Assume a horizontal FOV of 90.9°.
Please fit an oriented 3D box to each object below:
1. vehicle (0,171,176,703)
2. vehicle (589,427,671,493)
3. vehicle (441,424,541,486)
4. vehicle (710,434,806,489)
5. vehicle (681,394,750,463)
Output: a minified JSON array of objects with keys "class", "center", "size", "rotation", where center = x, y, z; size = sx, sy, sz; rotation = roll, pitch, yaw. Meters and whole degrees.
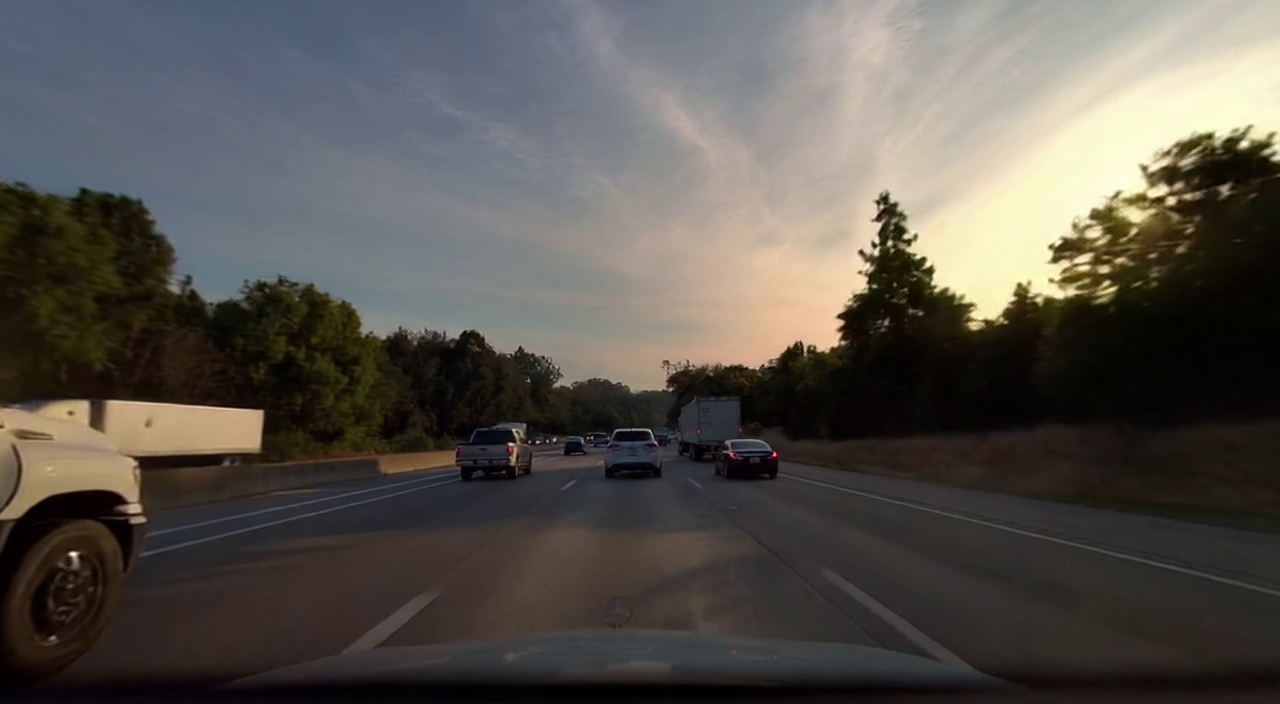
[{"class":"vehicle","center":[-4.143,0.159,0.662],"size":[2.576,2.517,6.208],"rotation":[0,-8,-1]},{"class":"vehicle","center":[-0.317,3.006,17.979],"size":[2.083,1.647,3.799],"rotation":[0,-8,-2]},{"class":"vehicle","center":[-4.677,3.274,20.527],"size":[2.101,1.767,4.702],"rotation":[0,-8,0]},{"class":"vehicle","center":[3.409,3.233,19.014],"size":[1.951,1.477,3.963],"rotation":[0,-8,-3]},{"class":"vehicle","center":[5.005,5.562,45.005],"size":[2.888,4.135,14.071],"rotation":[0,-8,-1]}]
